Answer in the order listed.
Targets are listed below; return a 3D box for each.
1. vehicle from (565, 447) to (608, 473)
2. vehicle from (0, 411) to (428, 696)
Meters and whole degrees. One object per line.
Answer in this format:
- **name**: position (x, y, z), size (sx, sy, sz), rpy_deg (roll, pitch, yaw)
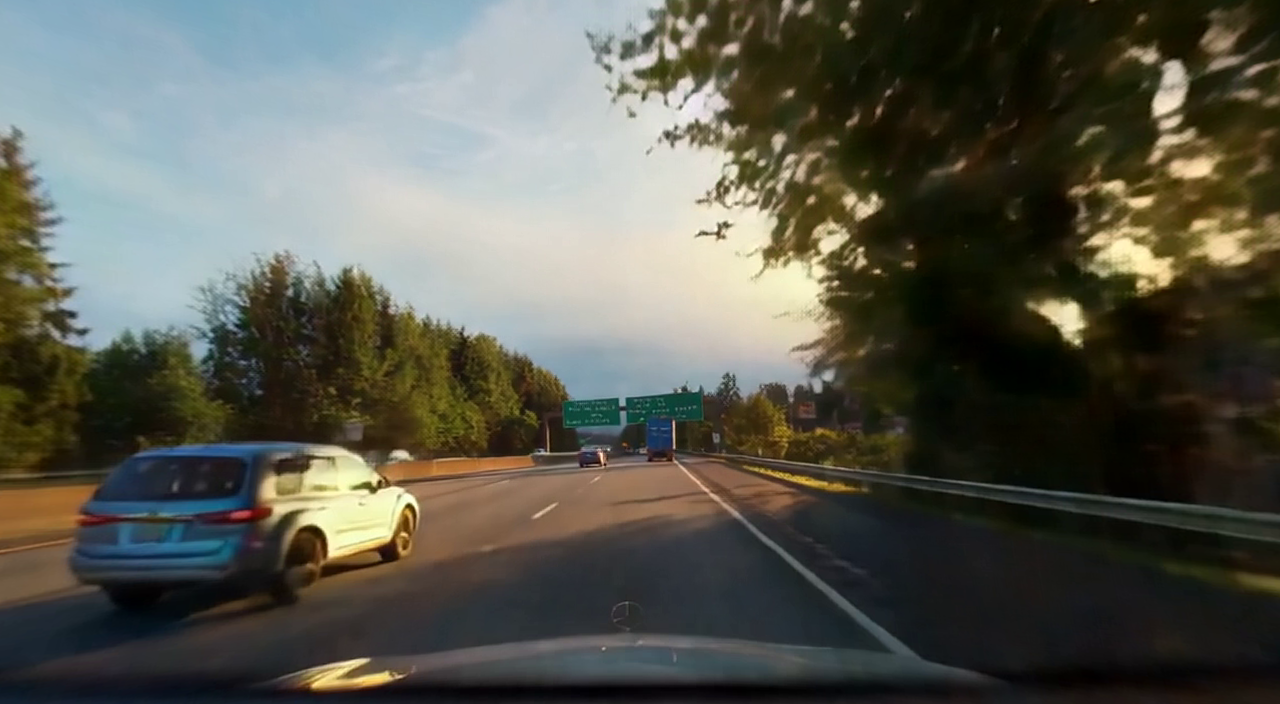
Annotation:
- **vehicle**: position (-3.133, 6.390, 37.409), size (2.045, 1.430, 3.951), rpy_deg (-1, -9, 2)
- **vehicle**: position (-3.836, 1.466, 5.816), size (2.039, 1.532, 4.610), rpy_deg (0, -9, 2)
